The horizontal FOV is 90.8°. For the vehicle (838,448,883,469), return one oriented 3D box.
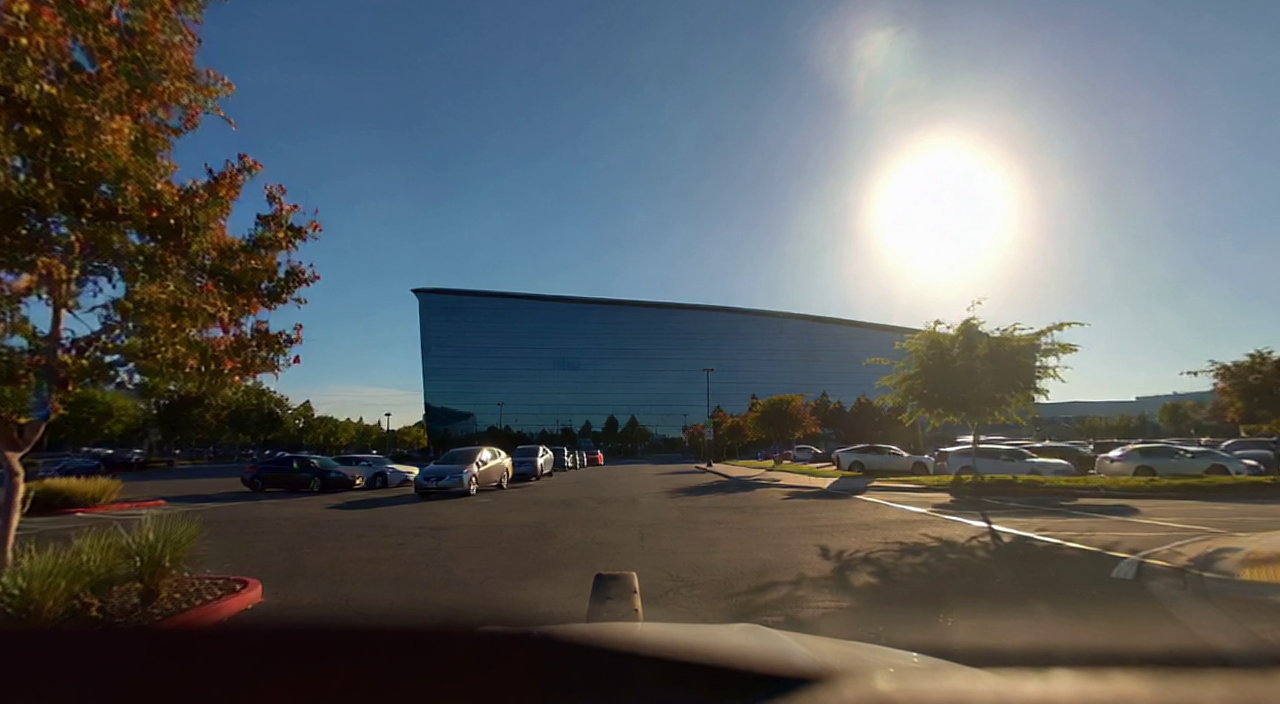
[{"bbox_3d":[17.050,8.226,49.063,1.971,1.478,4.477,0,-8,1],"label":"vehicle"}]

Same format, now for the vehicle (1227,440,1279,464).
[{"bbox_3d":[43.059,6.809,43.084,1.758,1.572,4.421,0,-8,1],"label":"vehicle"}]

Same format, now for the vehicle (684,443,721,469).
[{"bbox_3d":[4.589,7.743,47.277,2.262,1.794,5.331,0,-8,1],"label":"vehicle"}]

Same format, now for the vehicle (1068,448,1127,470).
[{"bbox_3d":[31.297,7.313,43.274,1.519,1.371,3.278,0,-8,-1],"label":"vehicle"}]

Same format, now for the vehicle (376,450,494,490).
[{"bbox_3d":[-8.701,4.967,26.903,4.442,1.504,1.809,4,-10,-28],"label":"vehicle"}]

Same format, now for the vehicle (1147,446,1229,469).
[{"bbox_3d":[37.017,7.119,42.788,1.678,1.423,4.191,0,-8,-2],"label":"vehicle"}]

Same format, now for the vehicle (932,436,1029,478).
[{"bbox_3d":[16.475,5.094,30.927,2.048,1.852,4.998,0,-9,1],"label":"vehicle"}]

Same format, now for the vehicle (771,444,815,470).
[{"bbox_3d":[10.519,7.208,43.713,1.936,1.673,4.305,0,-8,0],"label":"vehicle"}]

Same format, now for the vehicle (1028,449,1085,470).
[{"bbox_3d":[28.301,7.291,43.008,1.495,1.371,3.336,-1,-9,-1],"label":"vehicle"}]

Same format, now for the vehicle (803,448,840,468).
[{"bbox_3d":[14.213,8.303,49.644,1.935,1.477,3.719,0,-9,3],"label":"vehicle"}]

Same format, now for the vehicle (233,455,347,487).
[{"bbox_3d":[-16.750,5.692,30.358,4.331,1.437,1.876,0,-8,3],"label":"vehicle"}]
